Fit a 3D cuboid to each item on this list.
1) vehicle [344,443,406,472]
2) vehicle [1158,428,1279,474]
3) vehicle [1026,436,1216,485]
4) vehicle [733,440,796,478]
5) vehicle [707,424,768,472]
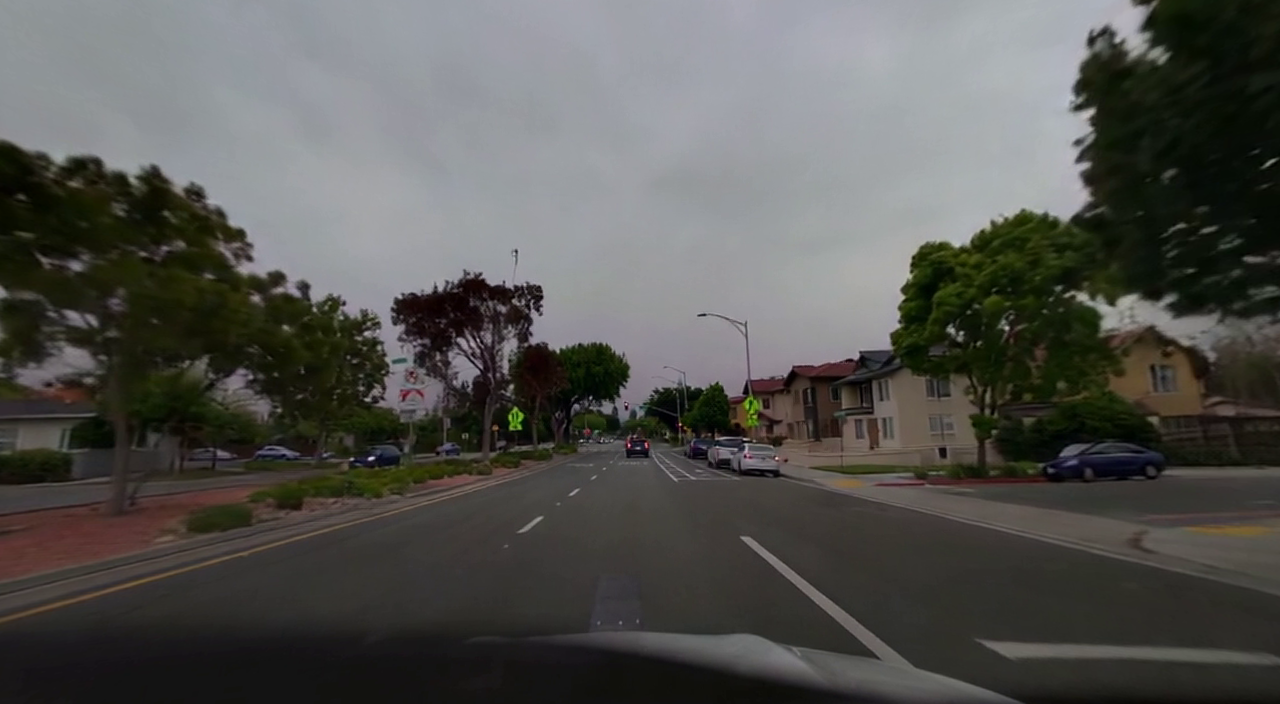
[{"bbox_3d":[-16.495,6.559,39.562,1.957,1.705,4.346,0,-9,0],"label":"vehicle"},{"bbox_3d":[23.891,4.003,25.623,1.834,1.674,4.458,0,-9,-2],"label":"vehicle"},{"bbox_3d":[15.641,3.542,20.753,4.565,1.463,2.084,0,-9,-2],"label":"vehicle"},{"bbox_3d":[5.679,4.941,29.372,1.940,1.584,4.553,0,-9,0],"label":"vehicle"},{"bbox_3d":[5.396,5.444,35.870,2.324,2.468,6.422,0,-9,-1],"label":"vehicle"}]
